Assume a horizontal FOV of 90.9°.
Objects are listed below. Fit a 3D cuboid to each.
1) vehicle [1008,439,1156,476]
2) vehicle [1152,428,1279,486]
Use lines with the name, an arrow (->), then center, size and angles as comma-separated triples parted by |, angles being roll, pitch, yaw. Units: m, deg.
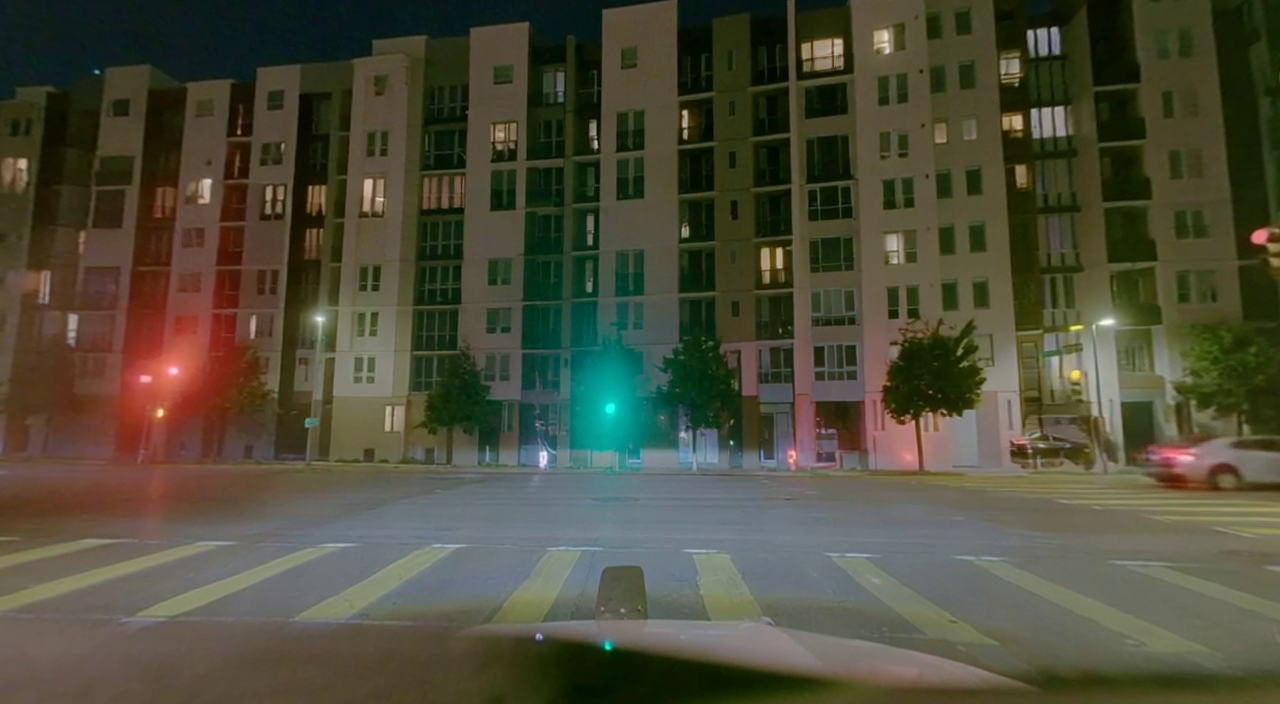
vehicle -> 18.596, 4.459, 26.688 | 4.823, 1.458, 1.914 | 0, -9, -1
vehicle -> 20.313, 3.450, 20.800 | 4.980, 1.792, 2.042 | 0, -9, 1
